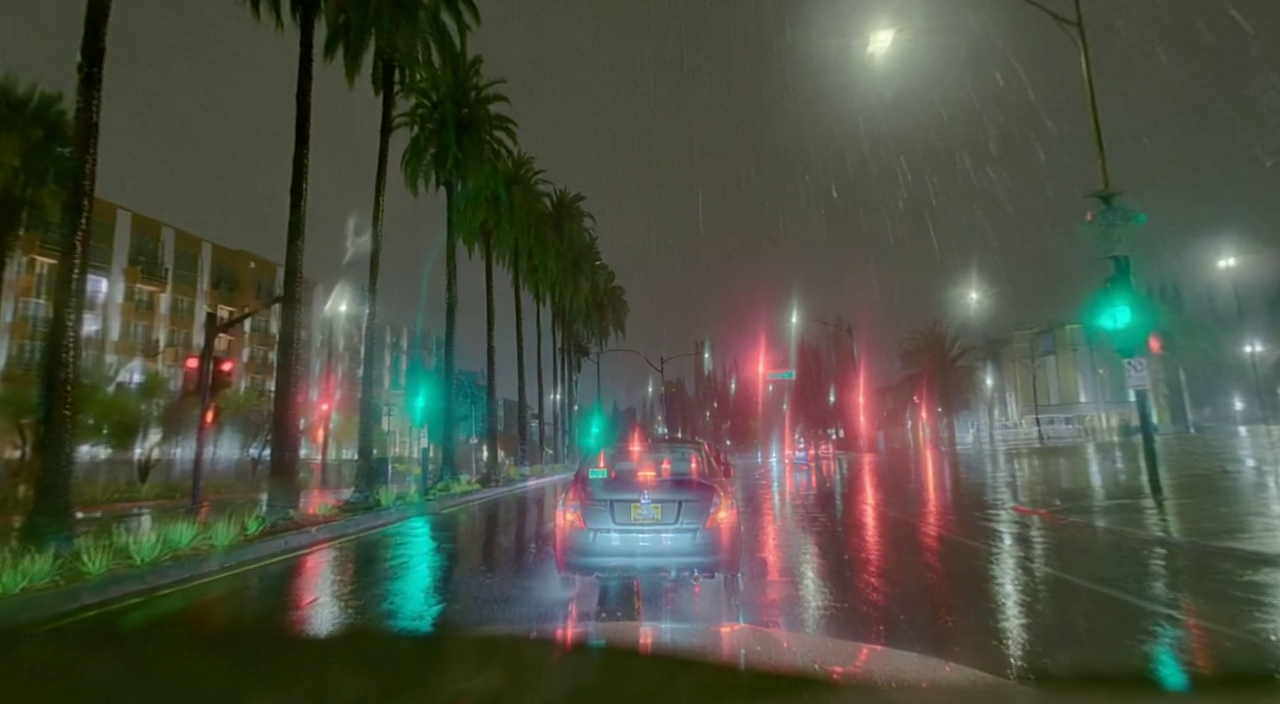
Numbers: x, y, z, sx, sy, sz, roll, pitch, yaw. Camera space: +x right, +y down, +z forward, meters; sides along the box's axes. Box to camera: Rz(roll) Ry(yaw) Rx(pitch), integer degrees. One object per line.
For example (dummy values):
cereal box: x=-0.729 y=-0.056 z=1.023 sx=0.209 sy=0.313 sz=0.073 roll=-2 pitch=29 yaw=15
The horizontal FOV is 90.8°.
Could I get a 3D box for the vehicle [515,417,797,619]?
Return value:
vehicle: x=0.144 y=1.552 z=6.822 sx=2.096 sy=1.492 sz=4.071 roll=0 pitch=-9 yaw=1
